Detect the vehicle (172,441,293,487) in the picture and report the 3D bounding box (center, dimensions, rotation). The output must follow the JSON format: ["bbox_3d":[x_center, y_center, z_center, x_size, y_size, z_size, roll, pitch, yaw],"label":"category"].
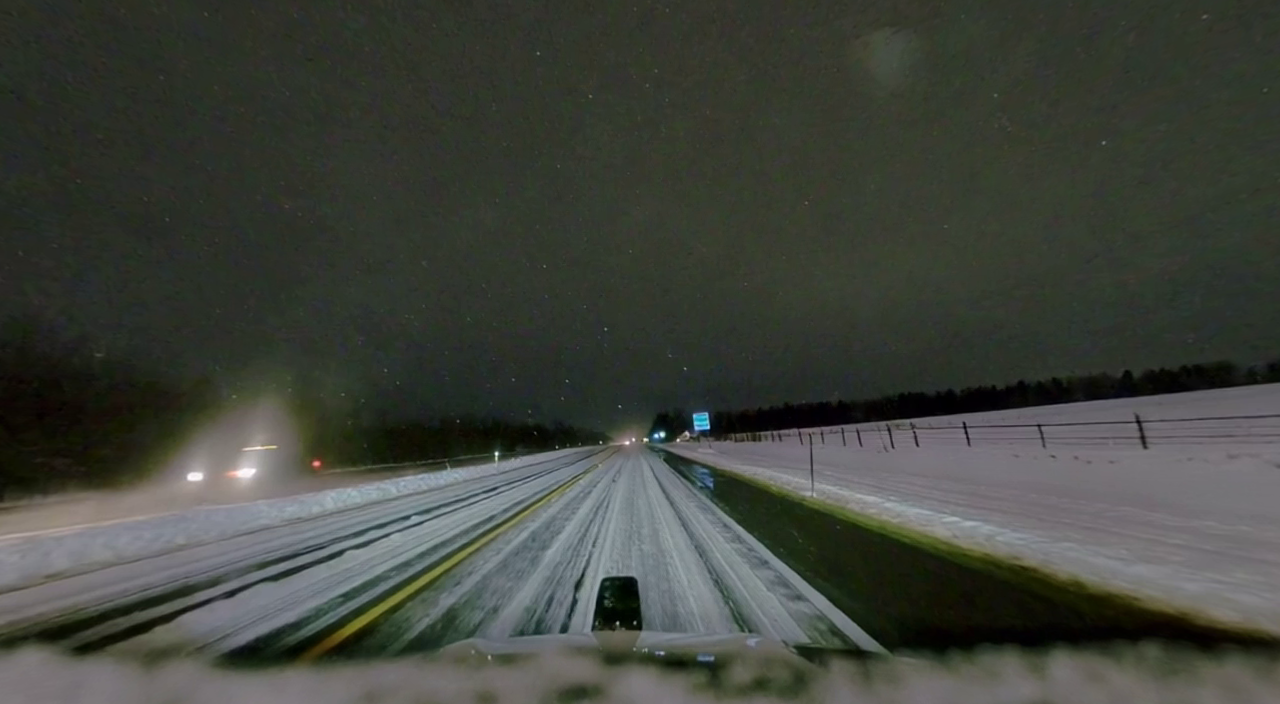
[{"bbox_3d":[-14.493,3.978,22.683,1.920,1.490,3.720,0,-8,-2],"label":"vehicle"}]
